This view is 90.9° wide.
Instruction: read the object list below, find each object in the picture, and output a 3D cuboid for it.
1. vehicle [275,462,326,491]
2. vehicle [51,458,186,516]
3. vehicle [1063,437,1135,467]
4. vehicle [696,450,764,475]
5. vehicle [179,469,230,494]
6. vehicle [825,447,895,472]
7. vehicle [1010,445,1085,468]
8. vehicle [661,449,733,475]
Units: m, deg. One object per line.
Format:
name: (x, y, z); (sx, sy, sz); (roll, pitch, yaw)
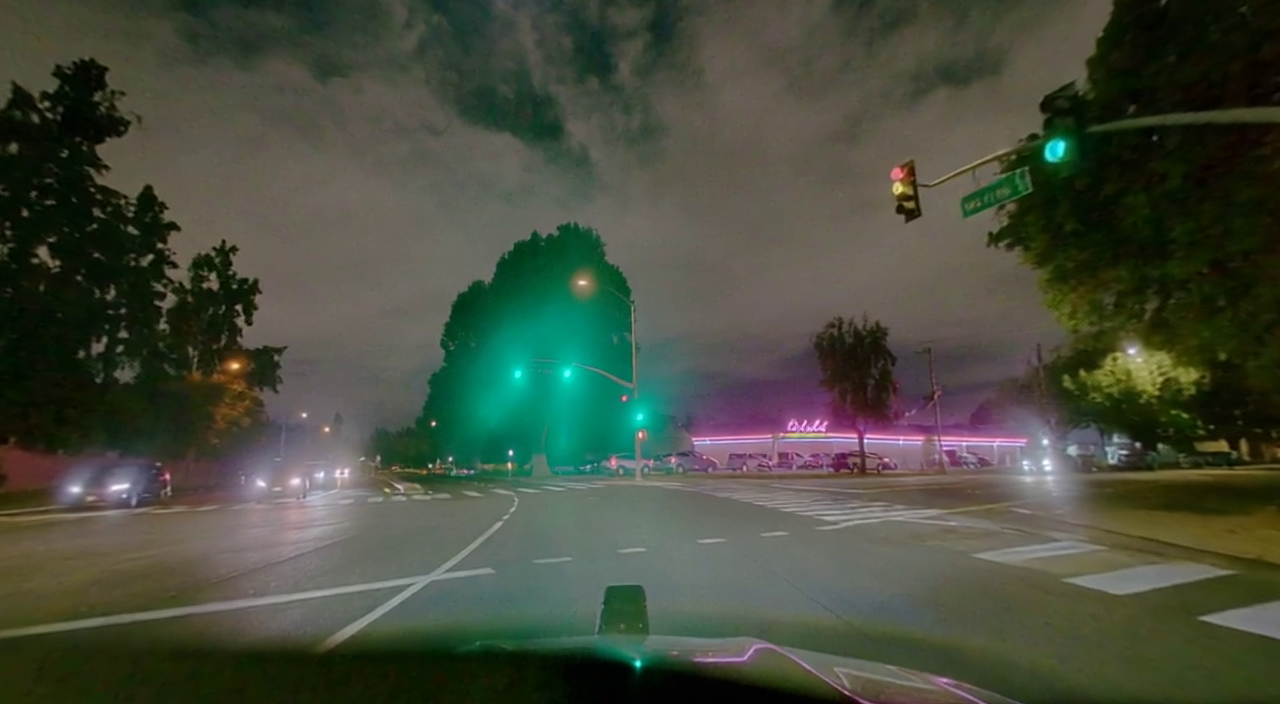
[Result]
vehicle: (-20.402, 7.483, 38.068); (1.961, 1.492, 4.702); (3, -9, -20)
vehicle: (-19.236, 4.935, 23.578); (2.124, 1.793, 4.709); (3, -9, -17)
vehicle: (30.251, 6.546, 41.481); (4.781, 1.849, 2.355); (6, -11, -36)
vehicle: (6.498, 7.943, 45.399); (4.375, 1.685, 2.045); (4, -9, -24)
vehicle: (-30.808, 9.134, 44.757); (1.842, 1.474, 4.712); (3, -9, -21)
vehicle: (15.741, 7.657, 45.069); (4.530, 1.696, 1.979); (4, -10, -26)
vehicle: (32.095, 8.181, 49.673); (2.100, 1.740, 4.454); (8, -12, -42)
vehicle: (4.344, 8.289, 47.770); (5.314, 1.829, 2.018); (6, -10, -33)
